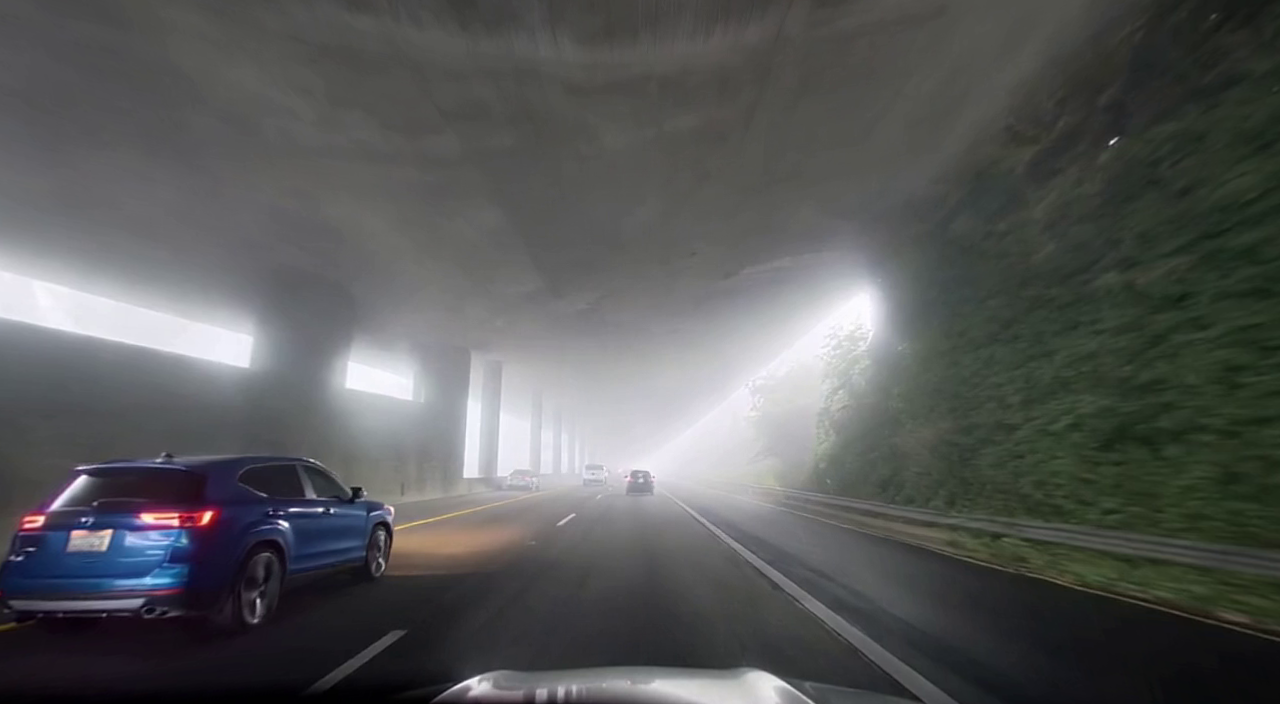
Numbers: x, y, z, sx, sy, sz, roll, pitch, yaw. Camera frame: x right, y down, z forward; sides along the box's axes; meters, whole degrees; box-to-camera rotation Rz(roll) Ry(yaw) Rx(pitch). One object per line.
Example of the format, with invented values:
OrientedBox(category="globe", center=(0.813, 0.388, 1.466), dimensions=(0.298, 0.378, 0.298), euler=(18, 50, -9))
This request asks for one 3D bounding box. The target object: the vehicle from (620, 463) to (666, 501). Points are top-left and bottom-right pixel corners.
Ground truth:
OrientedBox(category="vehicle", center=(0.133, 6.095, 29.708), dimensions=(1.992, 1.601, 3.762), euler=(1, -11, 0))

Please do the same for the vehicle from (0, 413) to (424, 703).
OrientedBox(category="vehicle", center=(-3.765, 1.478, 5.354), dimensions=(2.102, 1.521, 4.687), euler=(1, -11, 1))

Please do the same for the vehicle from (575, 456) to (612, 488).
OrientedBox(category="vehicle", center=(-3.574, 9.333, 49.051), dimensions=(2.400, 2.264, 4.778), euler=(1, -11, 1))

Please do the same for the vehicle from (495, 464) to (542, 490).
OrientedBox(category="vehicle", center=(-7.511, 7.803, 39.451), dimensions=(1.996, 1.512, 4.712), euler=(1, -11, 0))
